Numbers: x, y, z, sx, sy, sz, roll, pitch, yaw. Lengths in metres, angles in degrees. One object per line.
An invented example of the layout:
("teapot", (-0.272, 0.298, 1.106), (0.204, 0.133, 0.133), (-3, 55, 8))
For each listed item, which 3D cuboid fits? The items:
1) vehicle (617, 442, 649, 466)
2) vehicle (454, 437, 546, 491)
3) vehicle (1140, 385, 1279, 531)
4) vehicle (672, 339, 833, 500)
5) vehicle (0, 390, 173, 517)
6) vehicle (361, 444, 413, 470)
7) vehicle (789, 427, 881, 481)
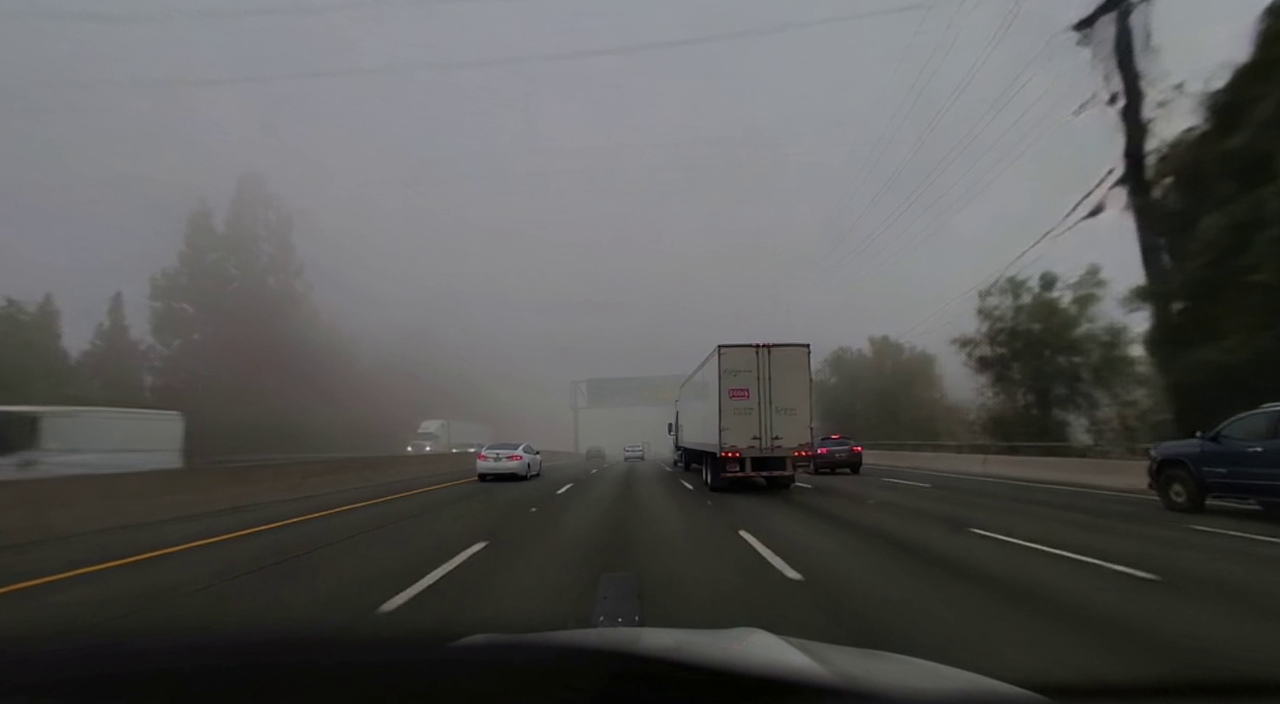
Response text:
("vehicle", (-0.411, 6.750, 41.882), (2.047, 1.485, 3.938), (0, -8, 1))
("vehicle", (-4.292, 3.476, 19.971), (1.968, 1.507, 3.829), (0, -8, 1))
("vehicle", (10.706, 1.492, 8.756), (2.420, 2.141, 5.994), (0, -8, -1))
("vehicle", (3.292, 2.843, 24.260), (2.907, 4.109, 16.177), (0, -8, -1))
("vehicle", (-10.985, 1.602, 10.006), (2.558, 1.904, 6.041), (0, -8, -1))
("vehicle", (-15.014, 6.234, 37.550), (1.596, 1.364, 3.442), (0, -7, 2))
("vehicle", (7.539, 3.978, 24.864), (2.079, 1.938, 4.630), (0, -8, -1))
